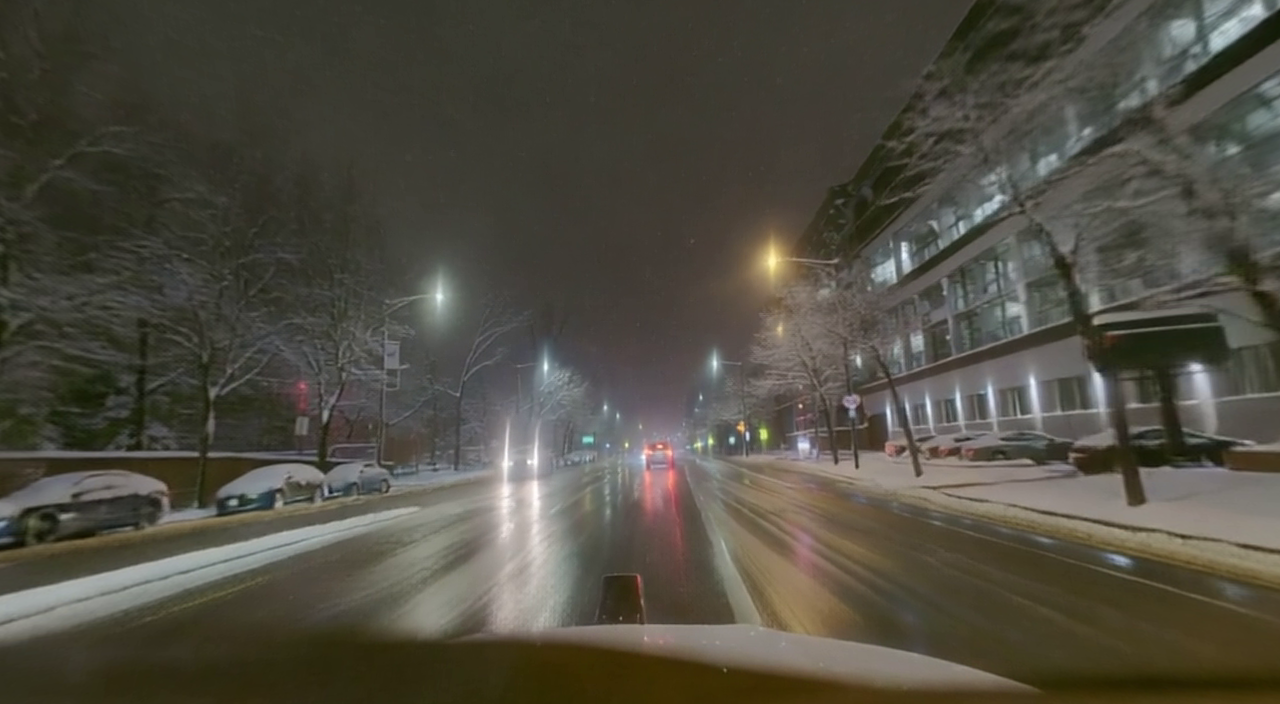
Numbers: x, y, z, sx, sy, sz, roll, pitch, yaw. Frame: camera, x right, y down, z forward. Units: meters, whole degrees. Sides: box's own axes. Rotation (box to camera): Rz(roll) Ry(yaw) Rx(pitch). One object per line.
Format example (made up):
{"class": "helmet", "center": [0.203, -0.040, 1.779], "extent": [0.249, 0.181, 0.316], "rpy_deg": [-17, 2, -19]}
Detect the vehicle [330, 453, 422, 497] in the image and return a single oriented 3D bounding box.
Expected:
{"class": "vehicle", "center": [-11.907, 5.541, 28.874], "extent": [2.016, 1.627, 4.742], "rpy_deg": [-3, -8, 3]}

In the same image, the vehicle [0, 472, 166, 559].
{"class": "vehicle", "center": [-12.764, 3.458, 13.899], "extent": [1.646, 1.462, 3.740], "rpy_deg": [0, -8, 2]}

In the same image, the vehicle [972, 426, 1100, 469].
{"class": "vehicle", "center": [16.217, 3.931, 26.057], "extent": [3.922, 1.420, 1.784], "rpy_deg": [-5, -9, 3]}

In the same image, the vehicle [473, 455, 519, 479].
{"class": "vehicle", "center": [-10.695, 8.552, 47.279], "extent": [2.079, 1.406, 4.609], "rpy_deg": [-4, -8, 4]}

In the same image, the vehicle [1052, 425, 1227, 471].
{"class": "vehicle", "center": [16.182, 3.136, 20.703], "extent": [3.620, 1.412, 2.472], "rpy_deg": [-1, -8, 4]}

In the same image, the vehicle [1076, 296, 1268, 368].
{"class": "vehicle", "center": [15.330, -0.539, 18.407], "extent": [3.766, 1.708, 1.810], "rpy_deg": [-1, -9, 4]}

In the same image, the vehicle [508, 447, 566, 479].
{"class": "vehicle", "center": [-5.245, 5.693, 32.693], "extent": [1.993, 1.463, 4.265], "rpy_deg": [-1, -8, 5]}

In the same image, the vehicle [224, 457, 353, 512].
{"class": "vehicle", "center": [-12.313, 4.620, 22.498], "extent": [1.997, 1.668, 4.084], "rpy_deg": [-1, -8, 4]}

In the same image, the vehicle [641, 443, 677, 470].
{"class": "vehicle", "center": [1.206, 6.207, 37.750], "extent": [2.051, 1.454, 4.132], "rpy_deg": [-1, -8, 3]}

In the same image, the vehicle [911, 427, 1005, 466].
{"class": "vehicle", "center": [15.793, 4.750, 31.560], "extent": [3.528, 1.431, 1.977], "rpy_deg": [-8, -11, 5]}

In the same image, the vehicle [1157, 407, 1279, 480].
{"class": "vehicle", "center": [16.143, 2.086, 15.293], "extent": [5.029, 1.573, 2.050], "rpy_deg": [-7, -10, 15]}
